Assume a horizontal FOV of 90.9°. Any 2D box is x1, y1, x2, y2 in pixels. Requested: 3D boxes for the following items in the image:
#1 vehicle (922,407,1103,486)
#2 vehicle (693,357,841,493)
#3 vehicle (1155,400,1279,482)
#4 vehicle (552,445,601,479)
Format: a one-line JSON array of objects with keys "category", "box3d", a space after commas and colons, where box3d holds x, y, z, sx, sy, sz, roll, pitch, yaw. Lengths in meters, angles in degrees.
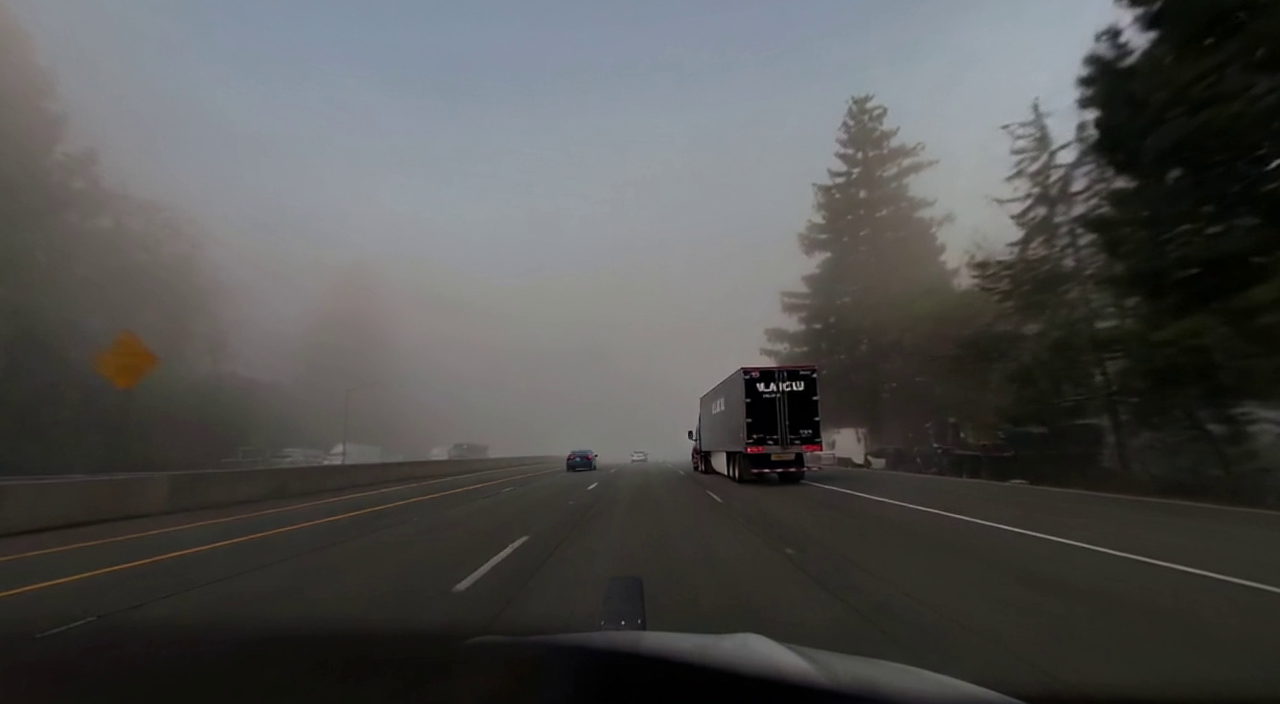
[{"category": "vehicle", "box3d": [17.773, 4.705, 31.300, 2.809, 3.269, 10.050, 0, -9, 0]}, {"category": "vehicle", "box3d": [4.368, 3.235, 25.940, 2.847, 4.075, 14.244, 0, -9, -1]}, {"category": "vehicle", "box3d": [34.462, 4.541, 32.459, 2.942, 4.130, 11.672, 7, -12, -44]}, {"category": "vehicle", "box3d": [-3.252, 5.754, 33.158, 2.107, 1.626, 4.804, 0, -9, -1]}]
